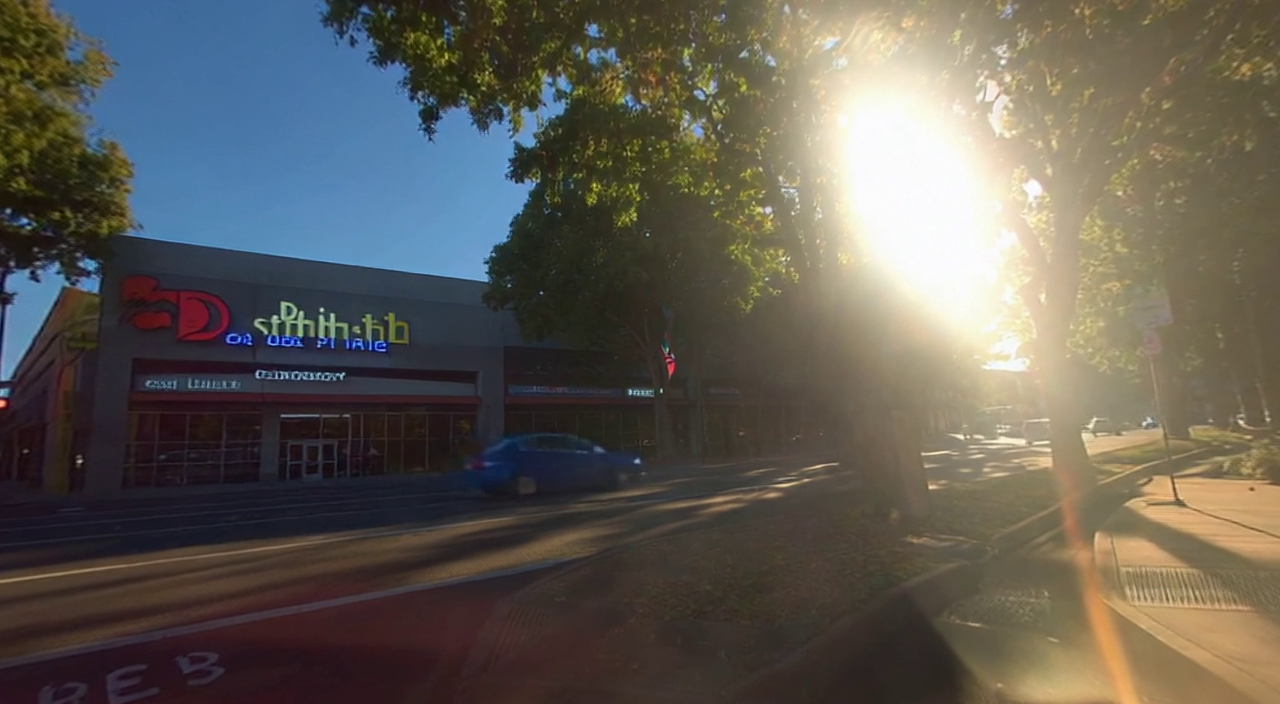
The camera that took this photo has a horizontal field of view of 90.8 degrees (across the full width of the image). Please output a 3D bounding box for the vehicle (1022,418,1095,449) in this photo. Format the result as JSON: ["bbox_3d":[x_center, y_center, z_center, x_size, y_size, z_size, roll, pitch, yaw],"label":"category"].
[{"bbox_3d":[21.839,4.285,32.911,4.182,1.536,1.885,7,-11,-38],"label":"vehicle"}]

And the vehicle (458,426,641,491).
[{"bbox_3d":[-2.253,2.754,16.578,4.415,1.464,1.890,8,-12,-42],"label":"vehicle"}]
